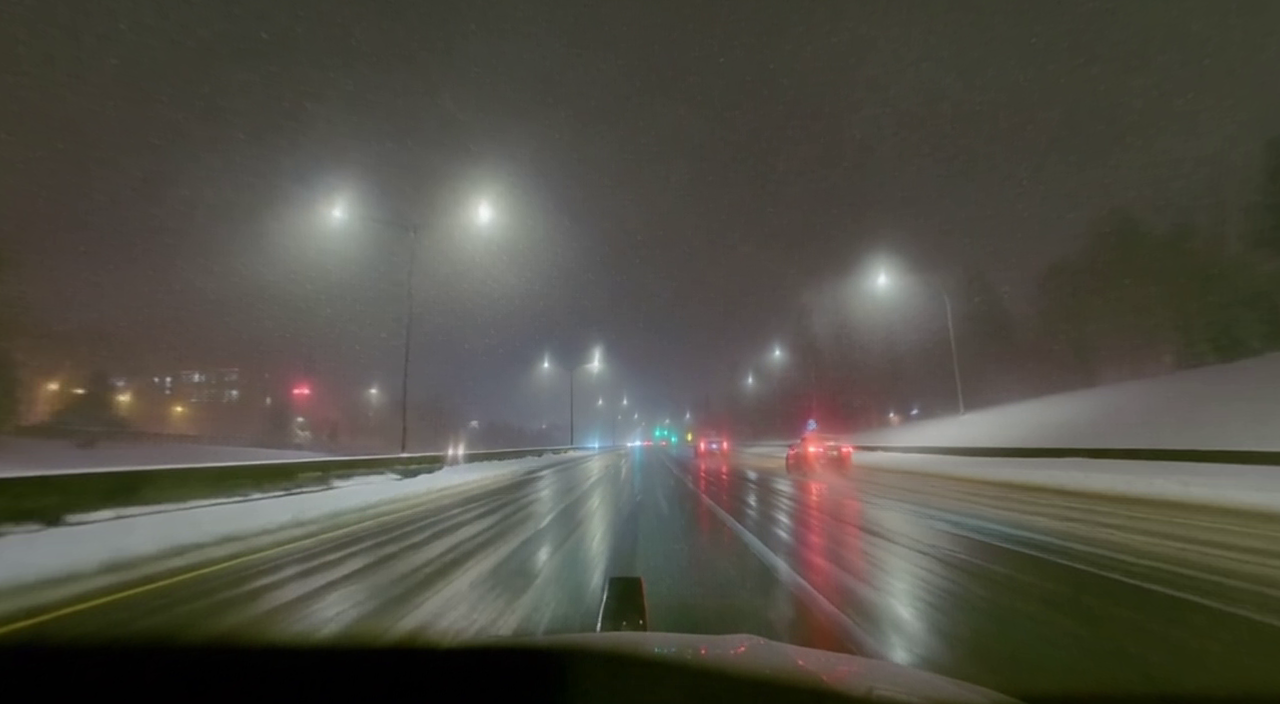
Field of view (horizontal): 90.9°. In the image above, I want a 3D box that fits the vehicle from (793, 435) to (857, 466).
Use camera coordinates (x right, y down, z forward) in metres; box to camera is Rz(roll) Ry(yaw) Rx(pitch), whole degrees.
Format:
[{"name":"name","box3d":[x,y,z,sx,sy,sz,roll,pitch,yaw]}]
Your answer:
[{"name":"vehicle","box3d":[9.879,5.312,34.058,2.000,1.514,4.585,0,-8,-1]}]
